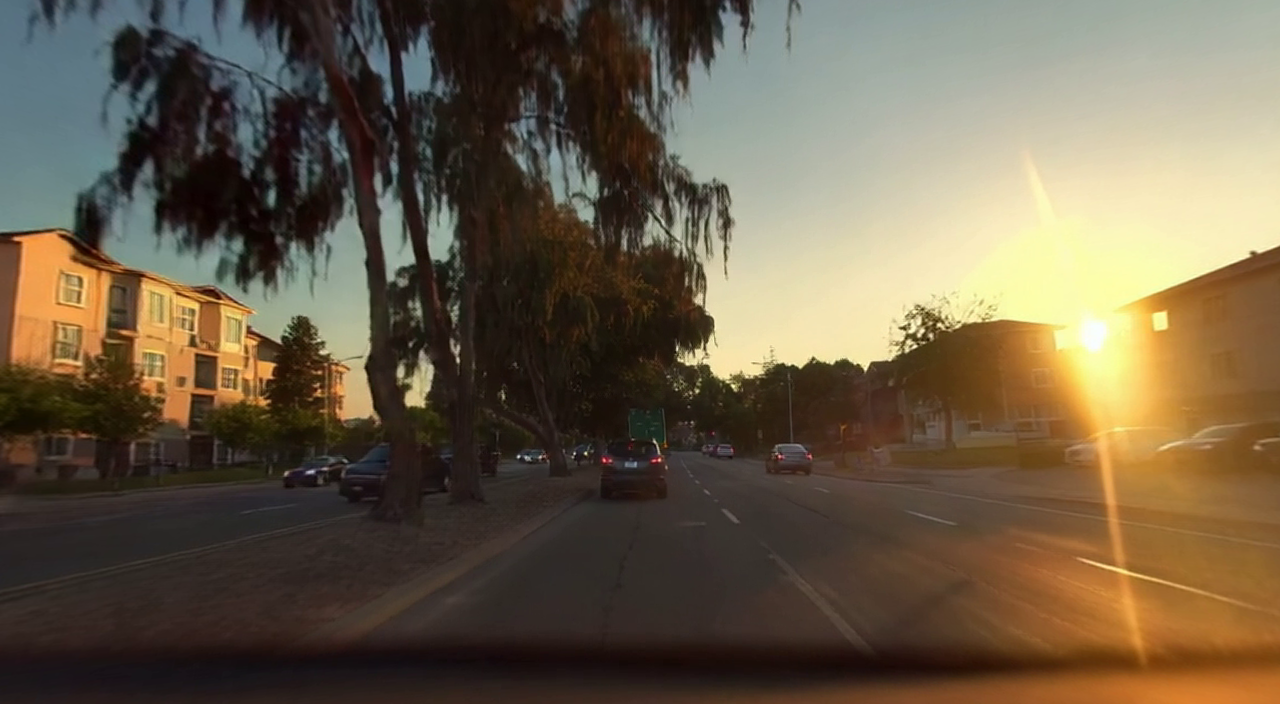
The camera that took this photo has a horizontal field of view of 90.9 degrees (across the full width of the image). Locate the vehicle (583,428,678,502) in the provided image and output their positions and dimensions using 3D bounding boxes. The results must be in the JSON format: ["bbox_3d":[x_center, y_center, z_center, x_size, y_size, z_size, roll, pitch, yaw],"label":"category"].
[{"bbox_3d":[-0.156,3.149,17.980,2.332,1.798,4.546,0,-8,2],"label":"vehicle"}]

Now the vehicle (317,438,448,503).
[{"bbox_3d":[-7.860,3.629,19.848,2.119,1.778,4.760,0,-9,0],"label":"vehicle"}]

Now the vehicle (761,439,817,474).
[{"bbox_3d":[7.677,5.419,32.901,1.971,1.722,4.341,0,-9,1],"label":"vehicle"}]

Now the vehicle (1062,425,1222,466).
[{"bbox_3d":[19.317,3.631,24.427,4.474,1.524,1.893,-1,-9,3],"label":"vehicle"}]

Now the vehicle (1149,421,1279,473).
[{"bbox_3d":[18.587,2.897,19.223,4.292,1.496,1.984,0,-9,1],"label":"vehicle"}]

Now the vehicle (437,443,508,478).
[{"bbox_3d":[-9.891,6.454,37.891,2.238,1.906,6.264,-1,-8,3],"label":"vehicle"}]
